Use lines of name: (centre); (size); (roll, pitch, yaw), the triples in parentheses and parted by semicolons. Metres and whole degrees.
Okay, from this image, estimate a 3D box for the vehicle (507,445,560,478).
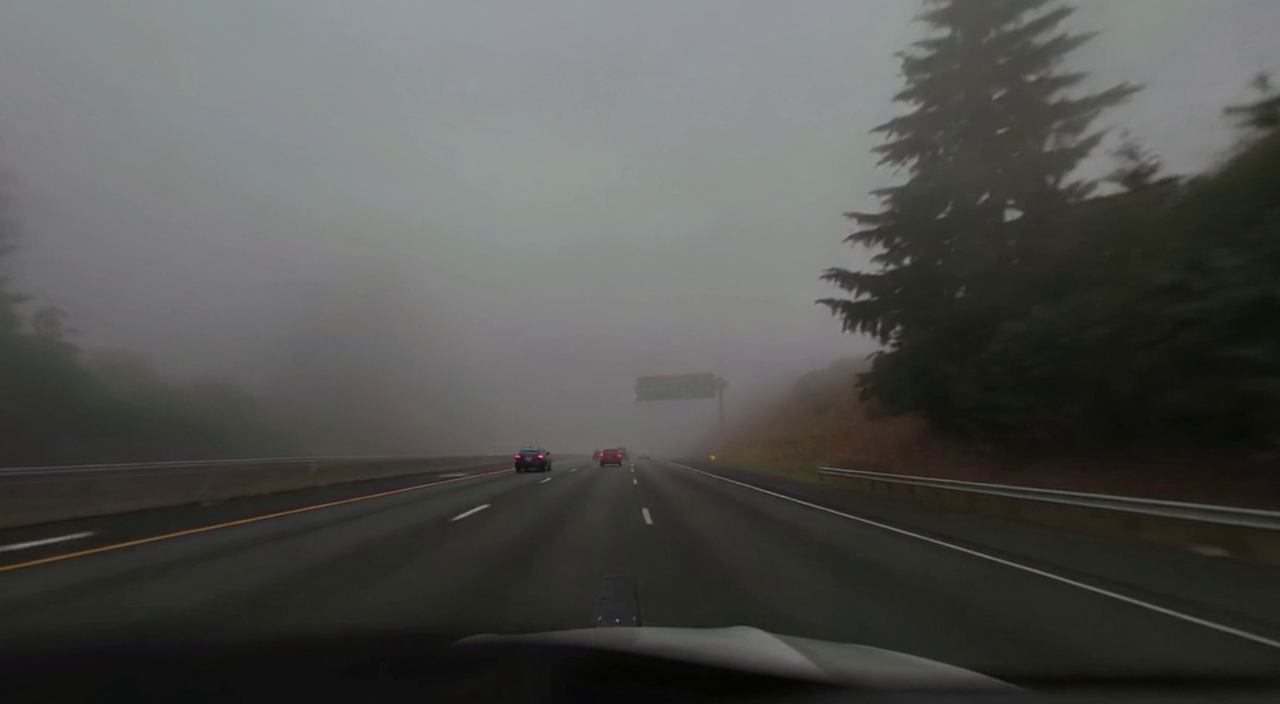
vehicle: (-5.476, 5.696, 32.788); (2.028, 1.563, 4.734); (0, -9, -1)
